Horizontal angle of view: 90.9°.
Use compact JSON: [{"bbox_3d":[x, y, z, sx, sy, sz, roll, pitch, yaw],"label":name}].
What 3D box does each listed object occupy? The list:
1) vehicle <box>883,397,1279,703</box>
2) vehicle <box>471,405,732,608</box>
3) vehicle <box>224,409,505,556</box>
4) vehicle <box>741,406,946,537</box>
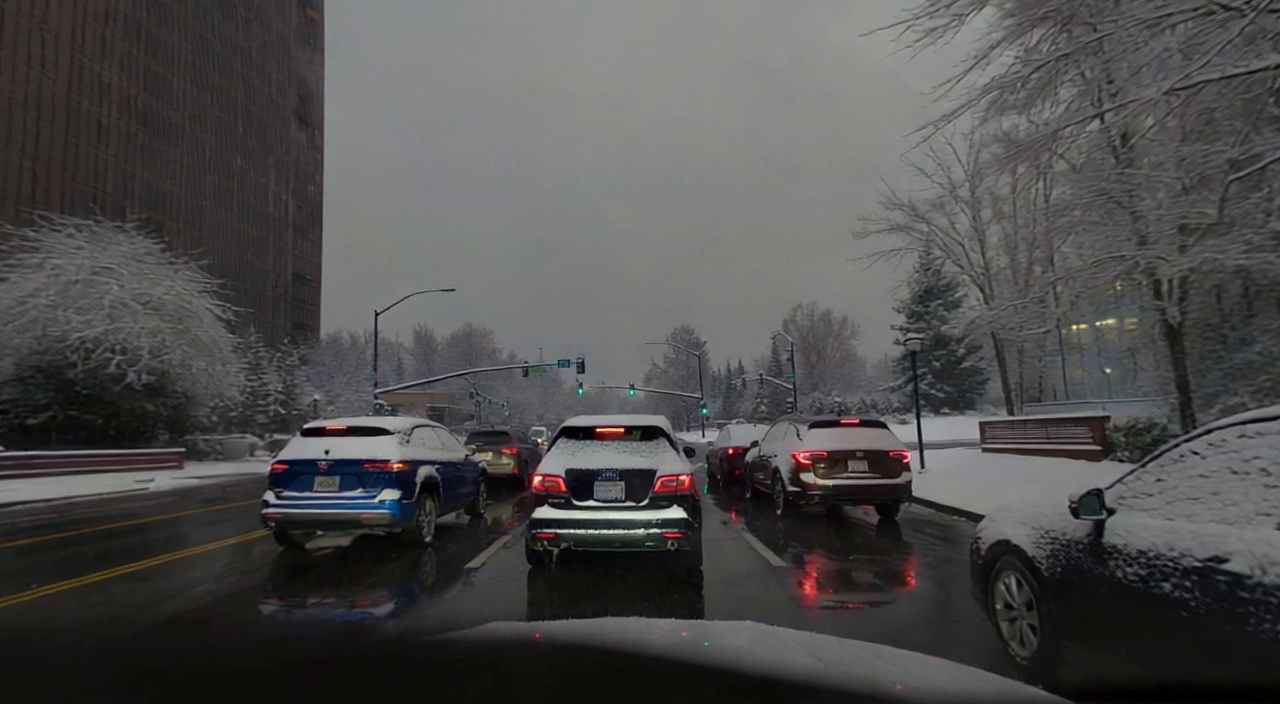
[{"bbox_3d":[3.234,1.070,3.375,2.045,1.459,4.462,0,-8,-1],"label":"vehicle"},{"bbox_3d":[-0.359,1.586,7.422,2.114,1.631,4.459,0,-8,-1],"label":"vehicle"},{"bbox_3d":[-3.768,1.892,9.892,2.141,1.718,4.809,0,-8,1],"label":"vehicle"},{"bbox_3d":[3.327,2.082,11.536,2.117,1.879,4.715,0,-8,-1],"label":"vehicle"}]
